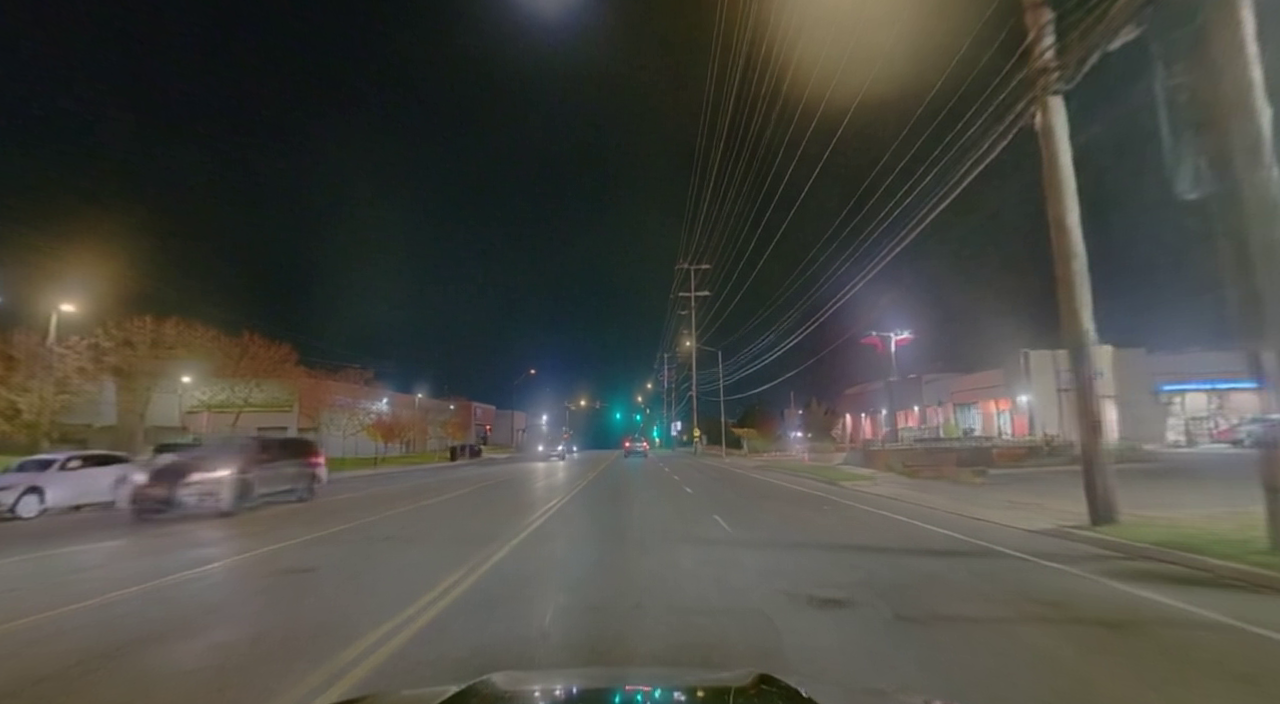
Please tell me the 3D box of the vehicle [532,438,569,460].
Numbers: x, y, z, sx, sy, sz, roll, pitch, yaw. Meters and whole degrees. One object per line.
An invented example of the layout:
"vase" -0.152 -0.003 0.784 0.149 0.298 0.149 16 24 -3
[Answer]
"vehicle" -6.568 7.200 46.922 1.987 1.515 4.789 0 -8 1

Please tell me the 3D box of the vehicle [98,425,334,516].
"vehicle" -9.261 2.605 14.508 1.940 1.698 5.028 0 -8 0

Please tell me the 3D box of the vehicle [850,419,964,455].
"vehicle" 13.515 4.301 32.152 4.836 1.750 2.079 0 -7 -1

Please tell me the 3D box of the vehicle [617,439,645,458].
"vehicle" -0.703 7.601 49.875 2.097 1.472 4.544 0 -8 -1

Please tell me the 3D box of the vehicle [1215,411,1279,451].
"vehicle" 33.580 4.081 33.173 4.680 1.812 2.102 -3 -6 -2

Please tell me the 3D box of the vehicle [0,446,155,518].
"vehicle" -14.814 3.109 15.463 1.954 1.519 5.051 -1 -8 -1
